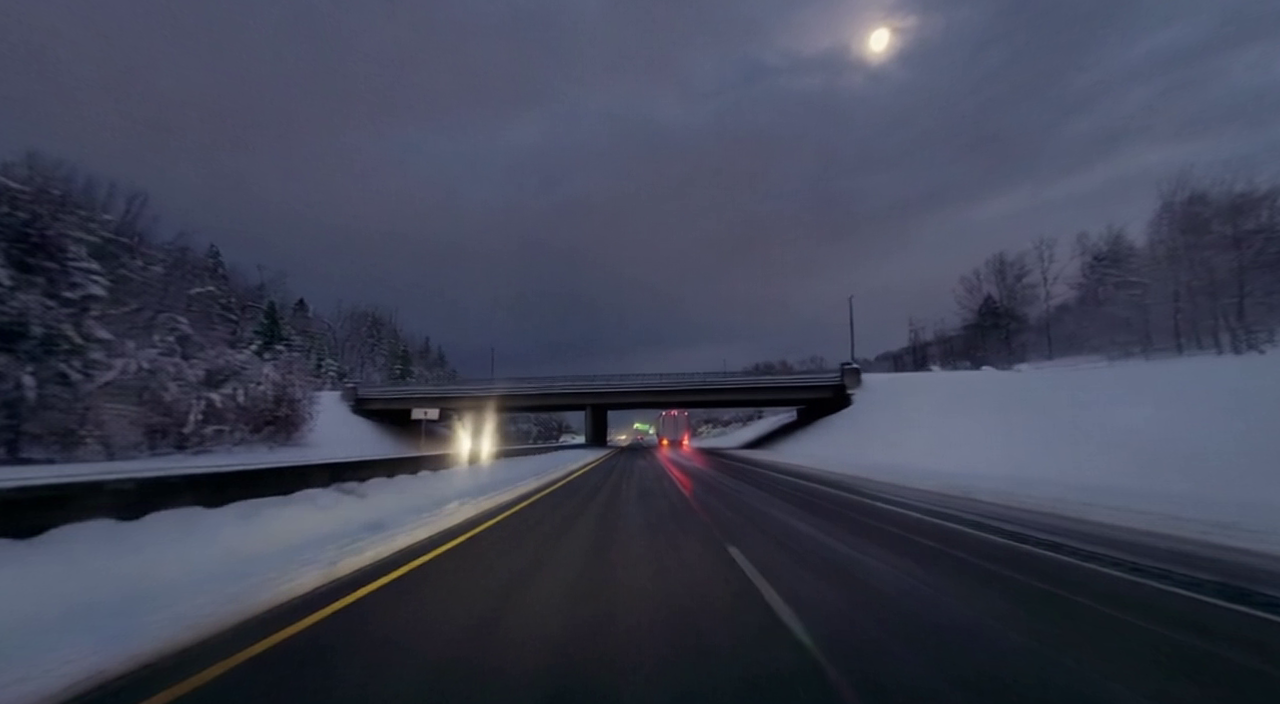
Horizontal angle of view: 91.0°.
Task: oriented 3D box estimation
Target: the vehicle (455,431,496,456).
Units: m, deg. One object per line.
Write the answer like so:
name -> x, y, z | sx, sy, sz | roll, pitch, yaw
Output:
vehicle -> -11.626, 6.484, 44.677 | 1.817, 1.620, 4.137 | 0, -8, 0
